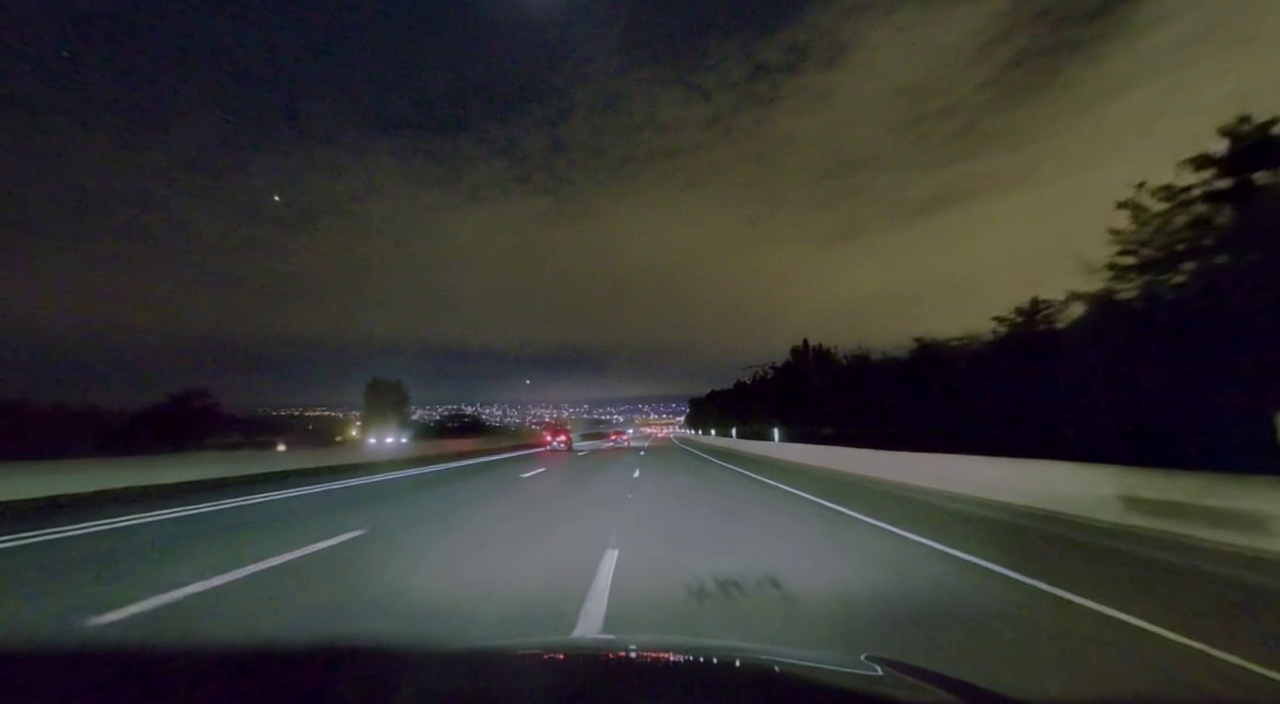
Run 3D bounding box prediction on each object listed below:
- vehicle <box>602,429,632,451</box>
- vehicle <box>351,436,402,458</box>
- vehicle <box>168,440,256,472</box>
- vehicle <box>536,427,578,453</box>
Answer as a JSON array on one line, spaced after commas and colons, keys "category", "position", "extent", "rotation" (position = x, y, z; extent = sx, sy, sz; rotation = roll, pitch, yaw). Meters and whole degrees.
[{"category": "vehicle", "position": [-1.697, 6.663, 47.693], "extent": [2.064, 1.571, 4.225], "rotation": [0, -8, 1]}, {"category": "vehicle", "position": [-18.547, 6.691, 44.432], "extent": [1.806, 1.463, 4.039], "rotation": [0, -8, 0]}, {"category": "vehicle", "position": [-21.861, 5.294, 32.295], "extent": [1.773, 1.477, 3.848], "rotation": [0, -8, 1]}, {"category": "vehicle", "position": [-5.457, 5.881, 42.027], "extent": [2.113, 1.632, 4.409], "rotation": [0, -8, 1]}]
